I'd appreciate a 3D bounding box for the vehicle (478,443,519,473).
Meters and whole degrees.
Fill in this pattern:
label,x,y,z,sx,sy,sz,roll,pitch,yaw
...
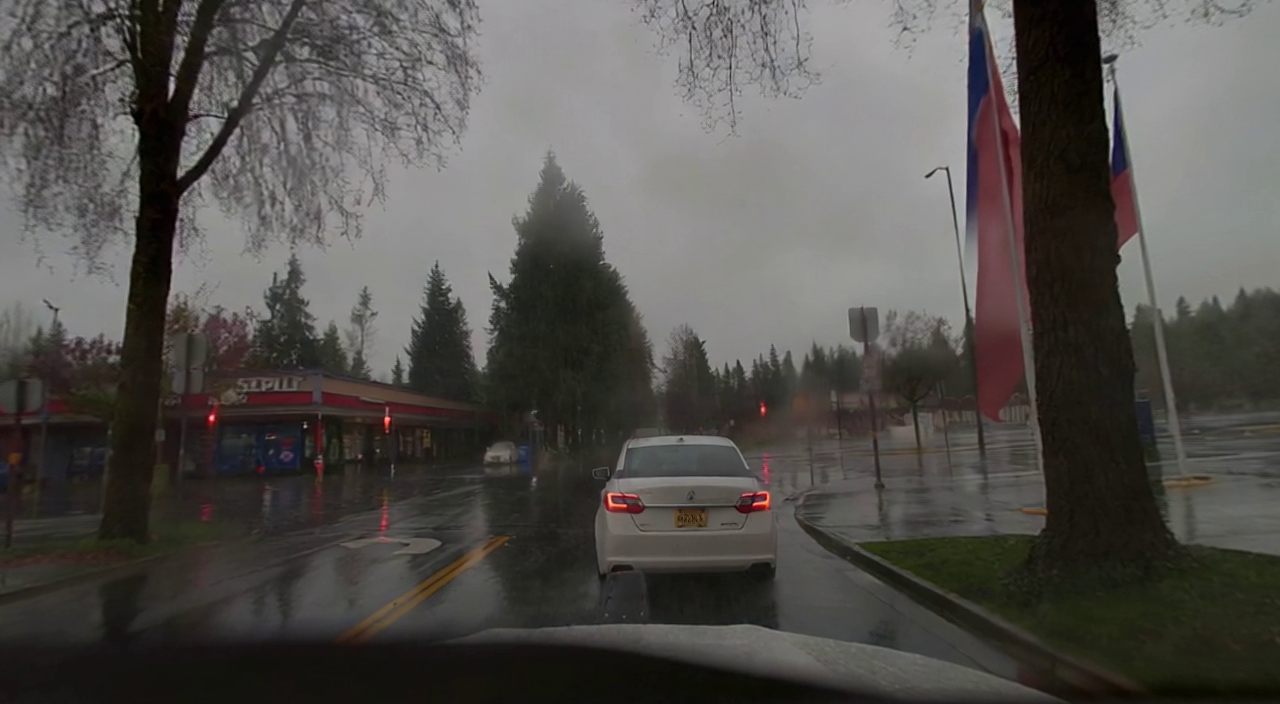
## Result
label,x,y,z,sx,sy,sz,roll,pitch,yaw
vehicle,-9.985,7.493,44.750,2.212,1.948,4.537,0,-9,-5

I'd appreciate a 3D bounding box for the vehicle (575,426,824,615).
label,x,y,z,sx,sy,sz,roll,pitch,yaw
vehicle,0.385,1.624,6.905,1.985,1.463,3.647,0,-9,-3
